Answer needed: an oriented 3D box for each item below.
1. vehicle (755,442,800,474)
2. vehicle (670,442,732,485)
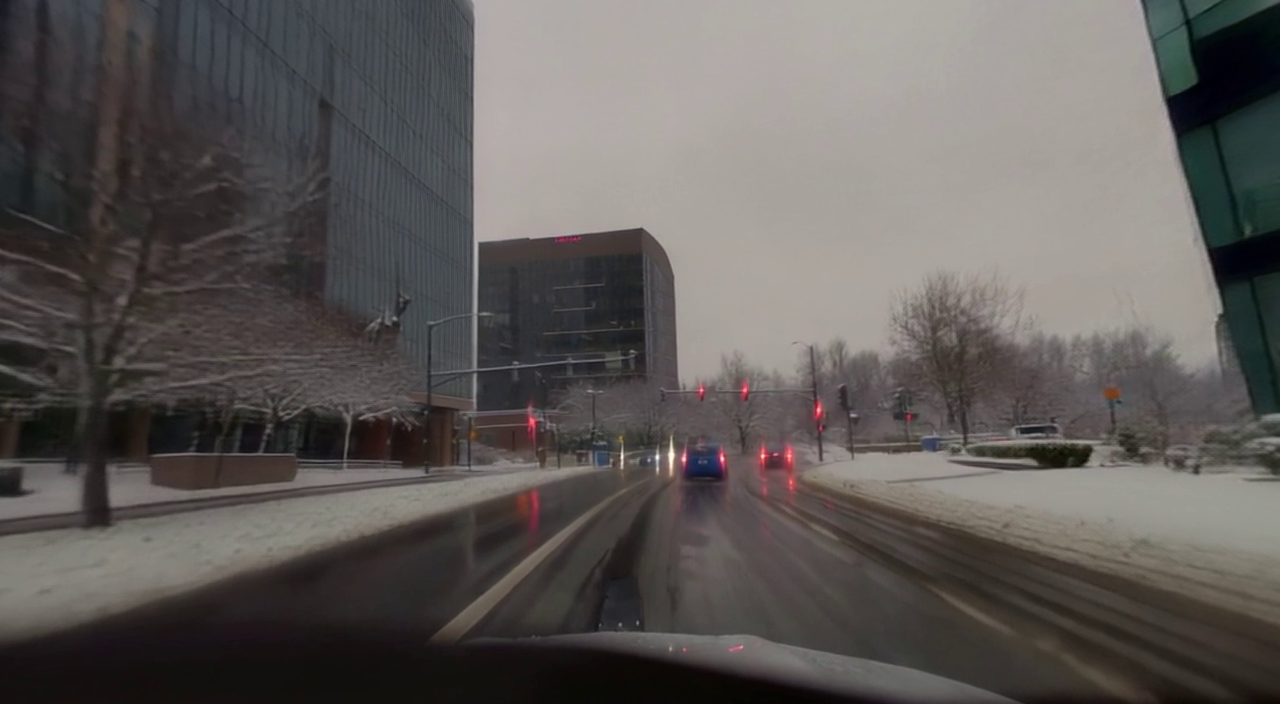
[{"bbox_3d":[6.934,5.386,32.073,1.916,1.492,3.911,-1,-9,8],"label":"vehicle"},{"bbox_3d":[2.331,4.197,23.979,2.127,1.497,4.020,-1,-9,6],"label":"vehicle"}]
